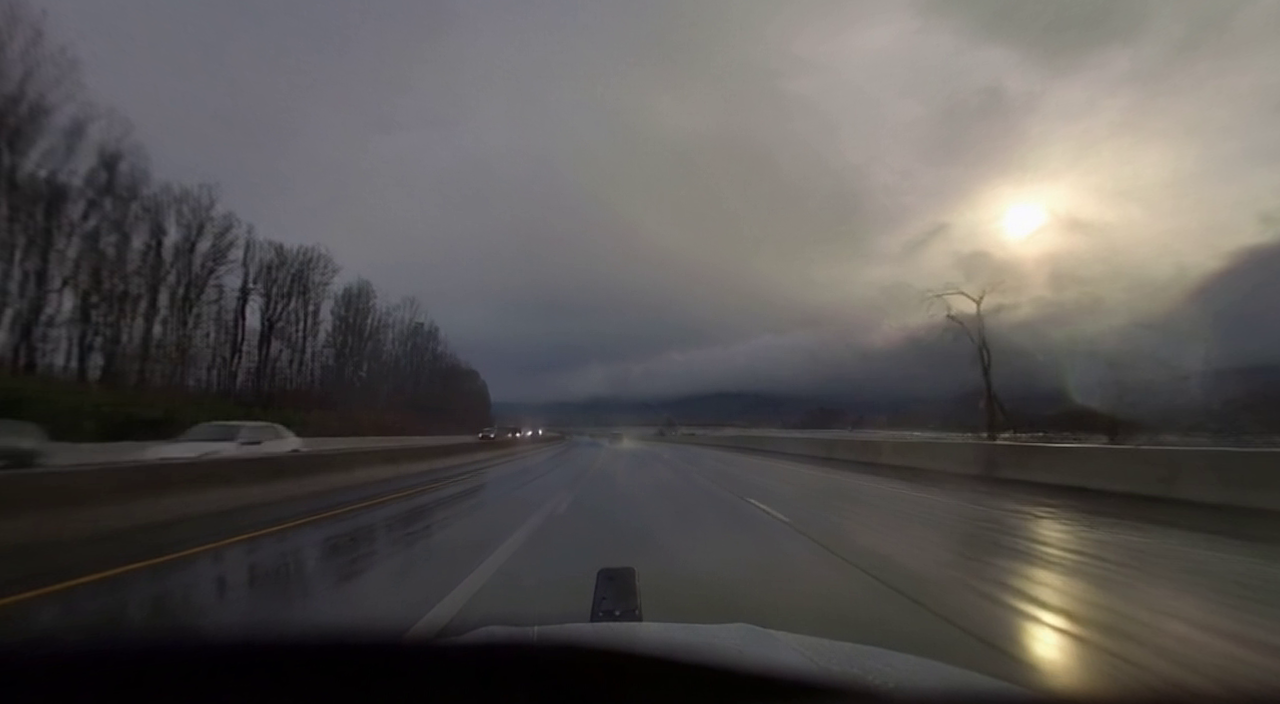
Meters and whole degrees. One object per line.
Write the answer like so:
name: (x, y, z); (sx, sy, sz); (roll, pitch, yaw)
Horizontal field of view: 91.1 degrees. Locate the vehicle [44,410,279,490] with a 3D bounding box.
vehicle: (-10.849, 2.259, 14.836); (2.003, 1.580, 4.606); (0, -8, -1)
